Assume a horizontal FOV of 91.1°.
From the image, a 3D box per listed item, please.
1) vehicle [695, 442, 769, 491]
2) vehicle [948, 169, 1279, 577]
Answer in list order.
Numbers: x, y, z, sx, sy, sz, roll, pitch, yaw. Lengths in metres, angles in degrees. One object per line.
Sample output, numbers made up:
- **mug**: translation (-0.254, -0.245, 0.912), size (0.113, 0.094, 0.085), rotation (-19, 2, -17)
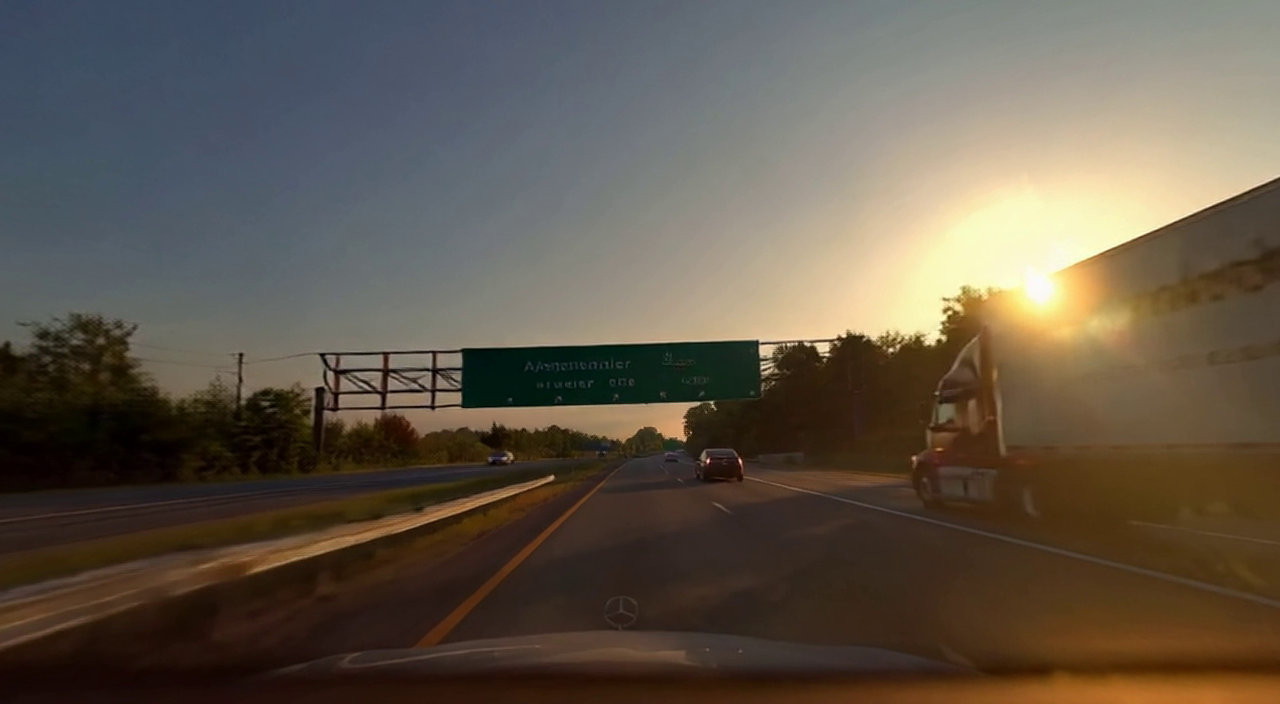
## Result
- **vehicle**: translation (3.216, 4.078, 22.677), size (2.024, 1.579, 3.707), rotation (0, -9, -1)
- **vehicle**: translation (7.888, 0.126, 5.831), size (2.907, 4.042, 13.858), rotation (0, -9, -1)
